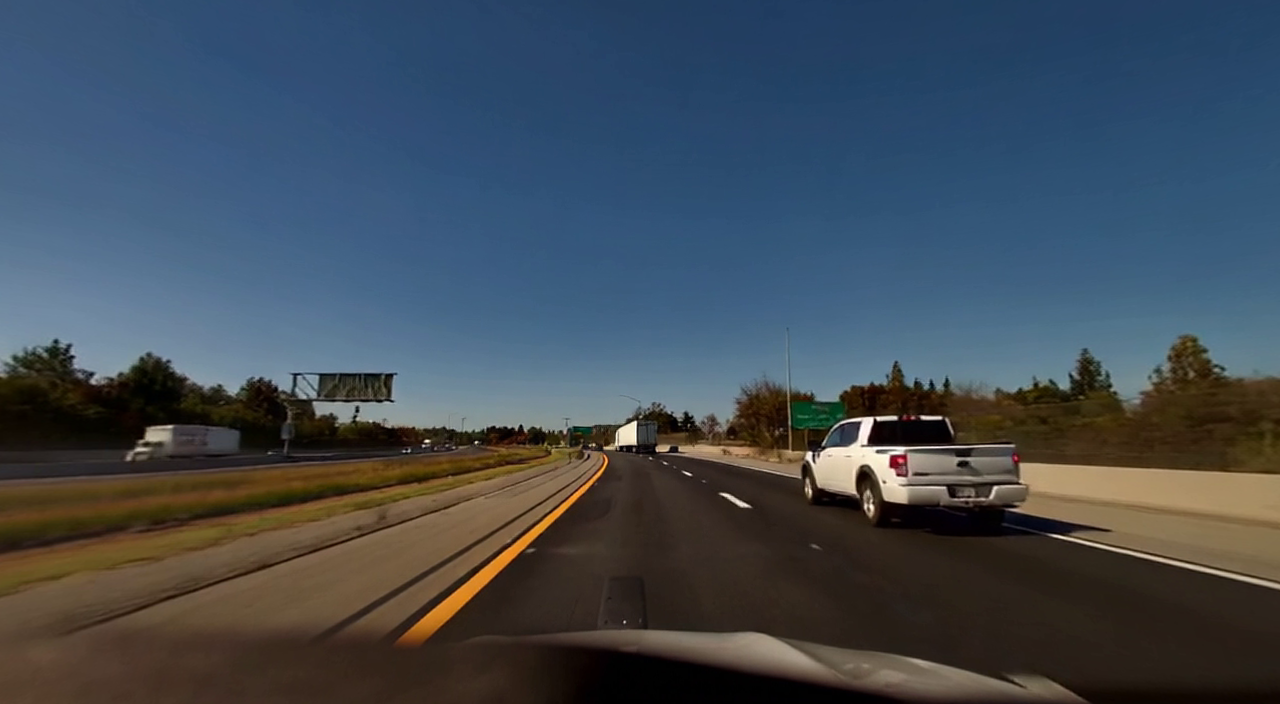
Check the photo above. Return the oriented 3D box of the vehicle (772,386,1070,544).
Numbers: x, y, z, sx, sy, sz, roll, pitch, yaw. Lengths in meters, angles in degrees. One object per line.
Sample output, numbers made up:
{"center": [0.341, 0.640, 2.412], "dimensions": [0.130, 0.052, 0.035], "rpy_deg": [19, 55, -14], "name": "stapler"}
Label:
{"center": [4.117, 1.819, 10.789], "dimensions": [2.383, 1.959, 5.669], "rpy_deg": [0, -8, -1], "name": "vehicle"}
